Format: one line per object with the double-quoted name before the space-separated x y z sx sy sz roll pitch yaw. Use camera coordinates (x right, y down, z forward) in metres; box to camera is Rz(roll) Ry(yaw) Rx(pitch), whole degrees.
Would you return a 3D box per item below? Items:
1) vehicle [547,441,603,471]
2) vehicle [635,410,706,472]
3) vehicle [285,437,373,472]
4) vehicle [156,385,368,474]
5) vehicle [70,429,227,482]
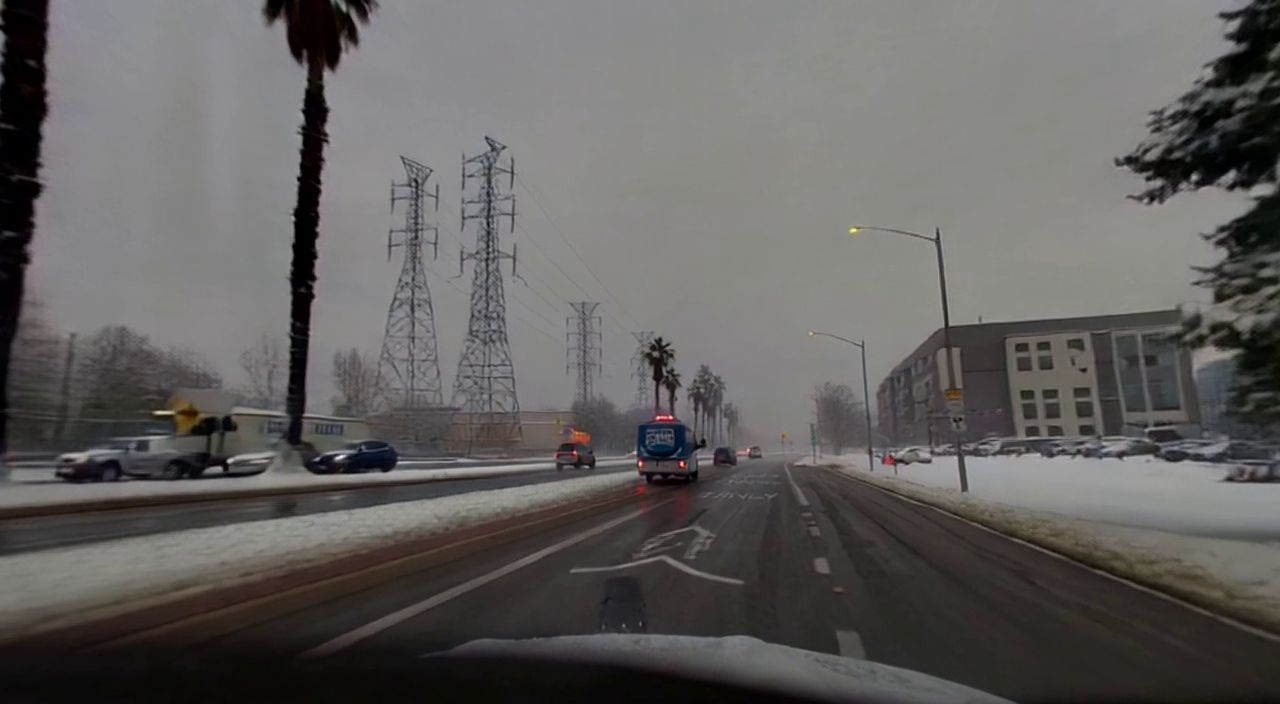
"vehicle" -4.511 7.338 44.840 2.266 1.950 5.866 -2 -9 12
"vehicle" 2.498 6.606 46.465 2.903 3.933 11.567 -2 -9 14
"vehicle" -16.099 5.329 32.961 1.751 1.639 4.434 -4 -9 11
"vehicle" -19.455 4.548 34.002 2.907 3.760 11.193 -5 -12 10
"vehicle" -18.269 3.984 23.763 1.833 1.578 4.412 -9 -13 12
